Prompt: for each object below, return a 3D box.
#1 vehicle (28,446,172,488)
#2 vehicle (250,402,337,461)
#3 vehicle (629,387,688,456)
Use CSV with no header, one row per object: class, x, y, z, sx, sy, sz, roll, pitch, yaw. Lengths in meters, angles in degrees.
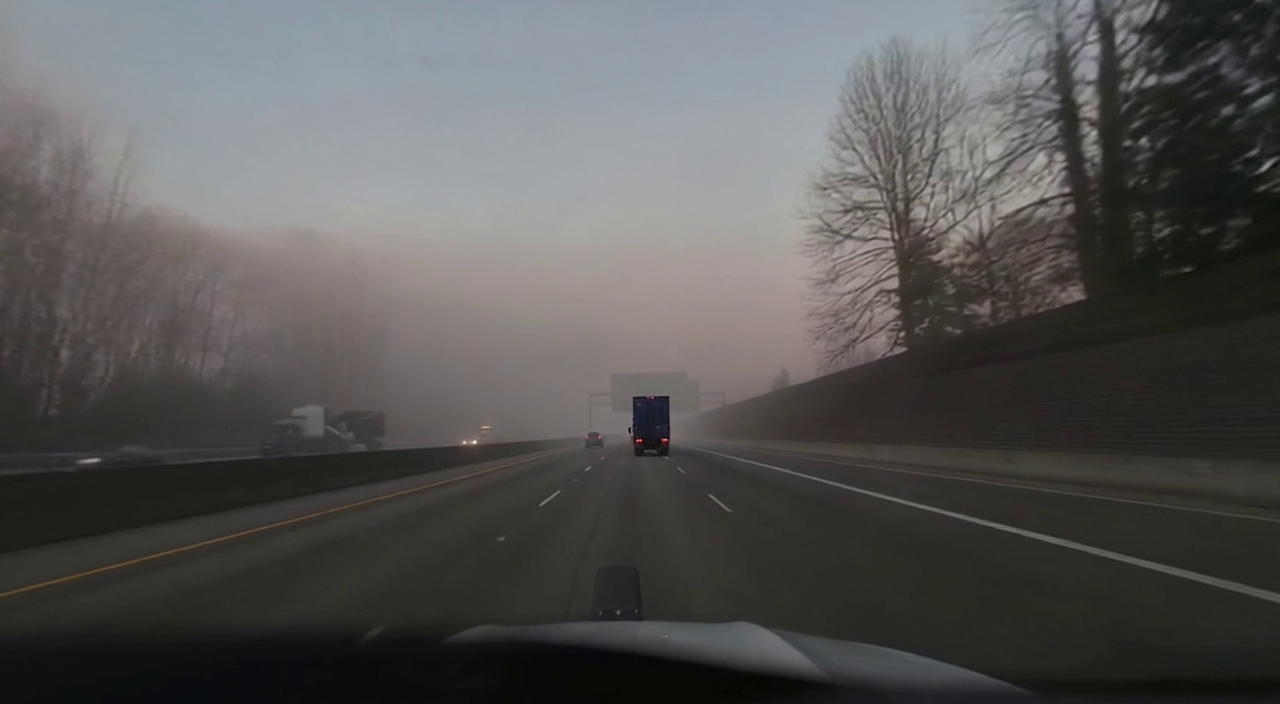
vehicle,-22.001,4.661,25.916,1.849,1.473,4.642,0,-7,0
vehicle,-25.974,6.031,47.512,2.950,4.128,6.211,0,-7,0
vehicle,0.913,5.106,44.543,2.965,3.972,16.689,0,-8,-3
